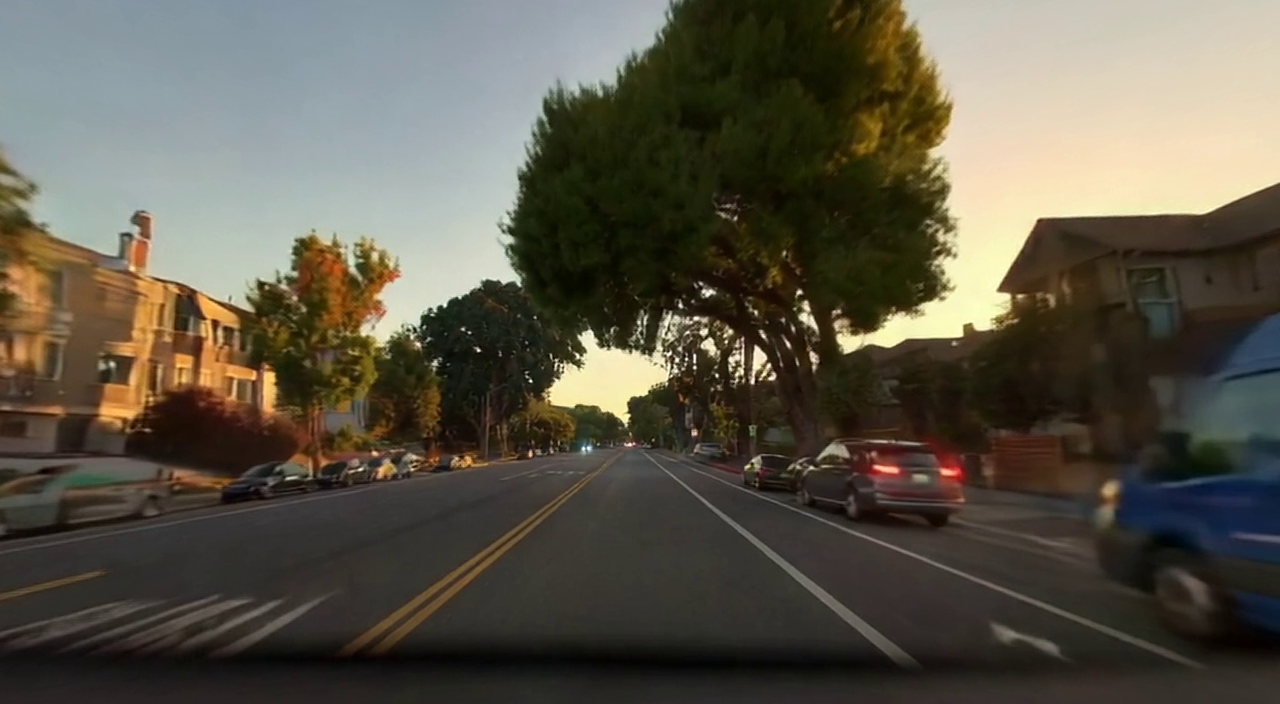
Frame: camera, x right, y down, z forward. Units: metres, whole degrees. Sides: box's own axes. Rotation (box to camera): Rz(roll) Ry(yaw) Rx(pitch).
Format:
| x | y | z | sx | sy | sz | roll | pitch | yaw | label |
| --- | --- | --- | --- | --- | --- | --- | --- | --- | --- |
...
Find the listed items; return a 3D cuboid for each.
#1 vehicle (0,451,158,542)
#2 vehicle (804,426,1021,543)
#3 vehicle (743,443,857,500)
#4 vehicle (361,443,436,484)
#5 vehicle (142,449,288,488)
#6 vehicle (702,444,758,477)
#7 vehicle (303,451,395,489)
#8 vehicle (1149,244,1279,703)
| x | y | z | sx | sy | sz | roll | pitch | yaw | label |
| --- | --- | --- | --- | --- | --- | --- | --- | --- | --- |
| -12.726 | 2.945 | 13.027 | 1.880 | 1.583 | 4.652 | -4 | -8 | 1 | vehicle |
| 4.664 | 2.320 | 11.765 | 1.927 | 1.718 | 4.679 | 0 | -8 | 0 | vehicle |
| 4.606 | 3.496 | 18.984 | 2.024 | 1.491 | 4.647 | 0 | -8 | -3 | vehicle |
| -12.834 | 5.915 | 33.960 | 2.149 | 1.865 | 5.247 | -3 | -8 | -2 | vehicle |
| -17.464 | 4.773 | 26.099 | 4.661 | 1.523 | 1.841 | 0 | -9 | 0 | vehicle |
| 4.385 | 5.355 | 31.480 | 1.923 | 1.493 | 4.628 | 0 | -8 | -2 | vehicle |
| -12.839 | 5.218 | 28.231 | 1.954 | 1.491 | 4.633 | 0 | -8 | -1 | vehicle |
| 4.939 | 0.414 | 1.442 | 2.414 | 2.670 | 5.833 | 0 | -8 | -3 | vehicle |
